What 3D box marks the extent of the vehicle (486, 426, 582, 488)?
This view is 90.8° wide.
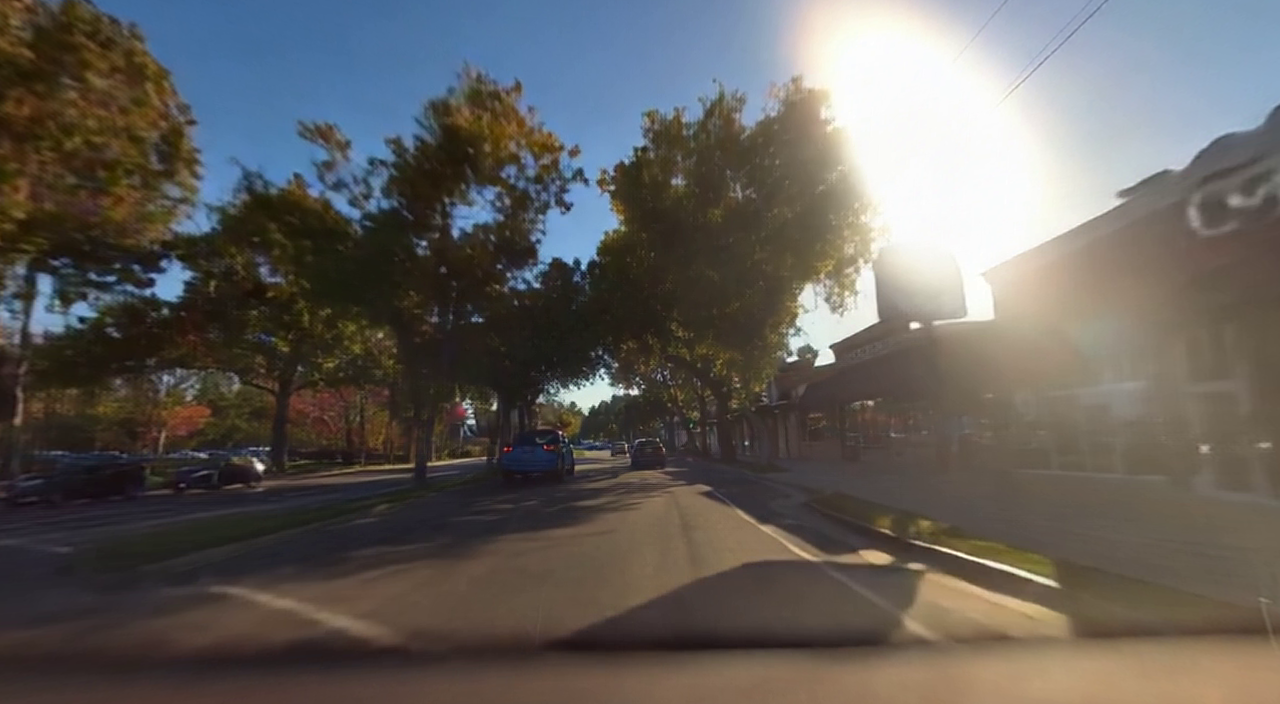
[{"bbox_3d":[-3.346,3.468,21.146,2.464,1.777,5.128,0,-9,-2],"label":"vehicle"}]

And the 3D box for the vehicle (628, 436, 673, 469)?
[{"bbox_3d":[0.469,4.943,31.242,2.103,1.487,4.101,0,-9,-1],"label":"vehicle"}]

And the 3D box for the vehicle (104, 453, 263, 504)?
[{"bbox_3d":[-15.846,4.384,22.359,1.912,1.432,5.070,-3,-9,0],"label":"vehicle"}]
